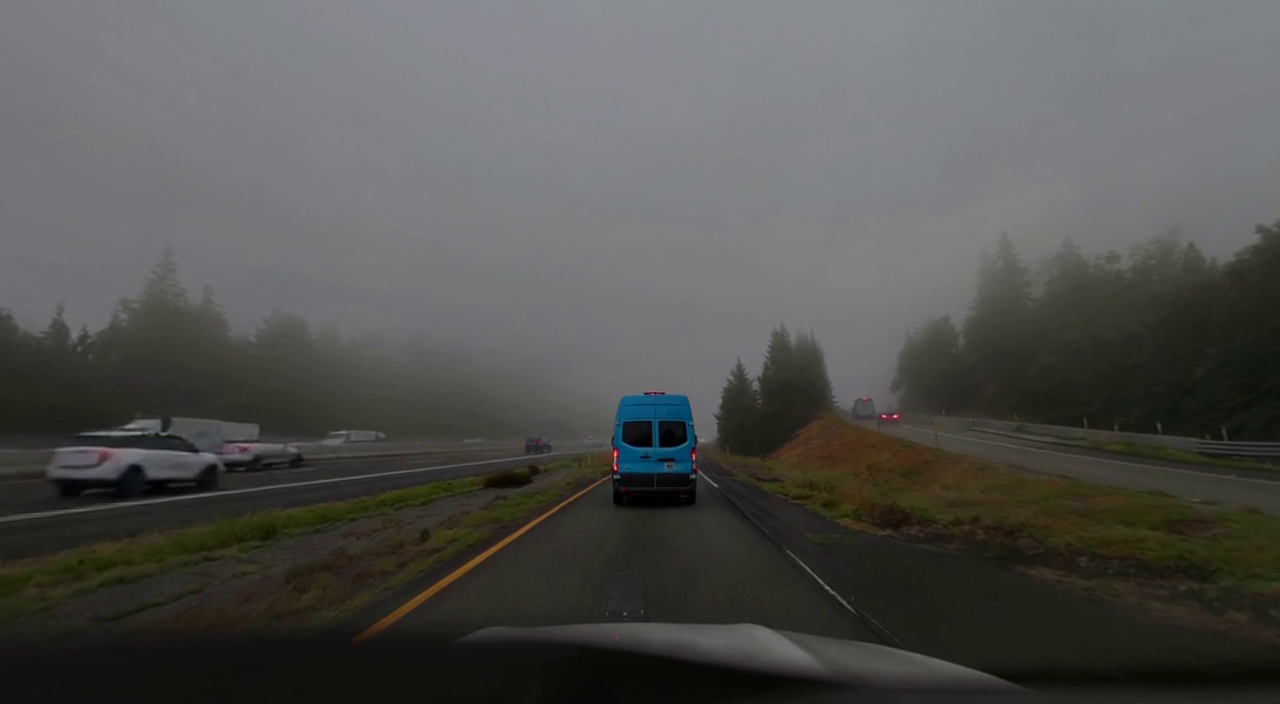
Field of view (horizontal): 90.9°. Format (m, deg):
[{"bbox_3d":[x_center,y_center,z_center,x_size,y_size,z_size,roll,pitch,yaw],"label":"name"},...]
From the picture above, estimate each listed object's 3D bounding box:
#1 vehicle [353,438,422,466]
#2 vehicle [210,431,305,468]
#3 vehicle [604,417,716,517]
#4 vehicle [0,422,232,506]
[{"bbox_3d":[-15.444,6.119,38.847,2.046,1.585,4.743,-1,-8,4],"label":"vehicle"},{"bbox_3d":[-20.255,5.182,33.664,2.008,1.823,4.501,-1,-8,3],"label":"vehicle"},{"bbox_3d":[0.311,2.440,13.913,2.043,1.821,4.558,0,-8,-1],"label":"vehicle"},{"bbox_3d":[-13.078,2.758,16.013,2.104,1.795,4.737,-1,-8,2],"label":"vehicle"}]
